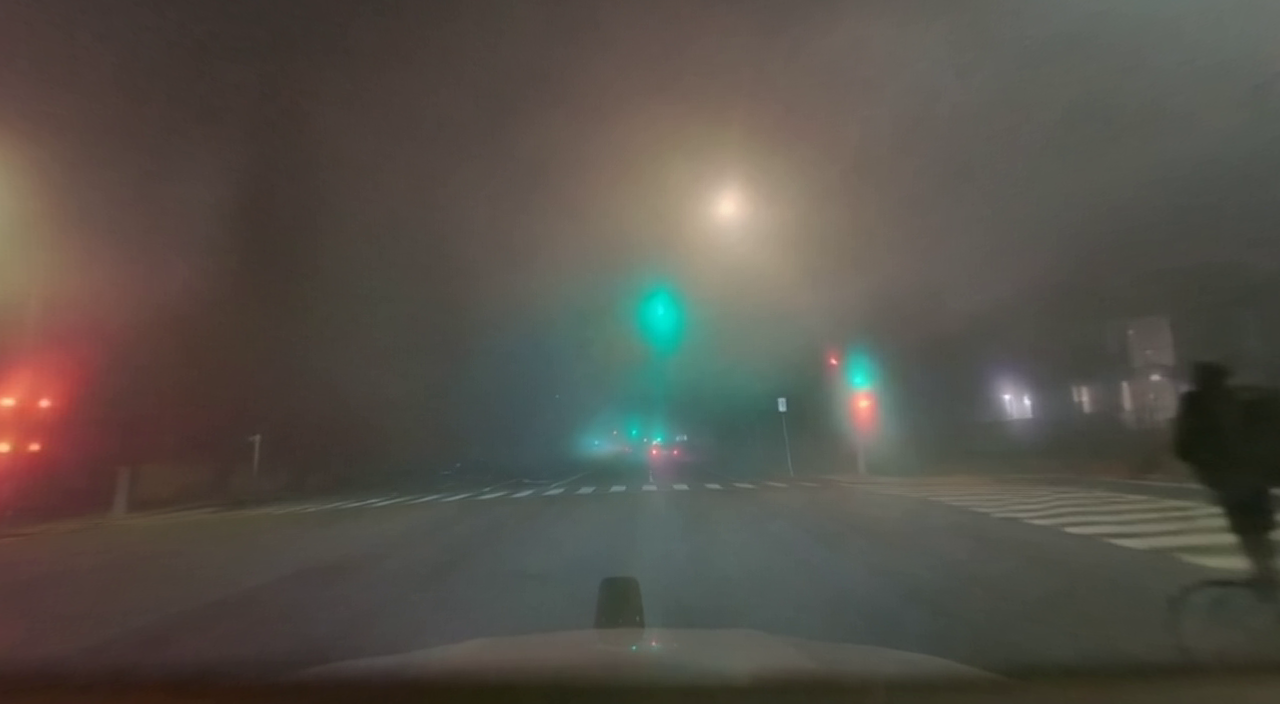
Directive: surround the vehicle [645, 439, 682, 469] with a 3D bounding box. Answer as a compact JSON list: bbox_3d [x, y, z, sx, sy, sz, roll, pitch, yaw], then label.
[{"bbox_3d":[1.470,6.514,40.689,2.215,1.799,4.426,0,-8,1],"label":"vehicle"}]
